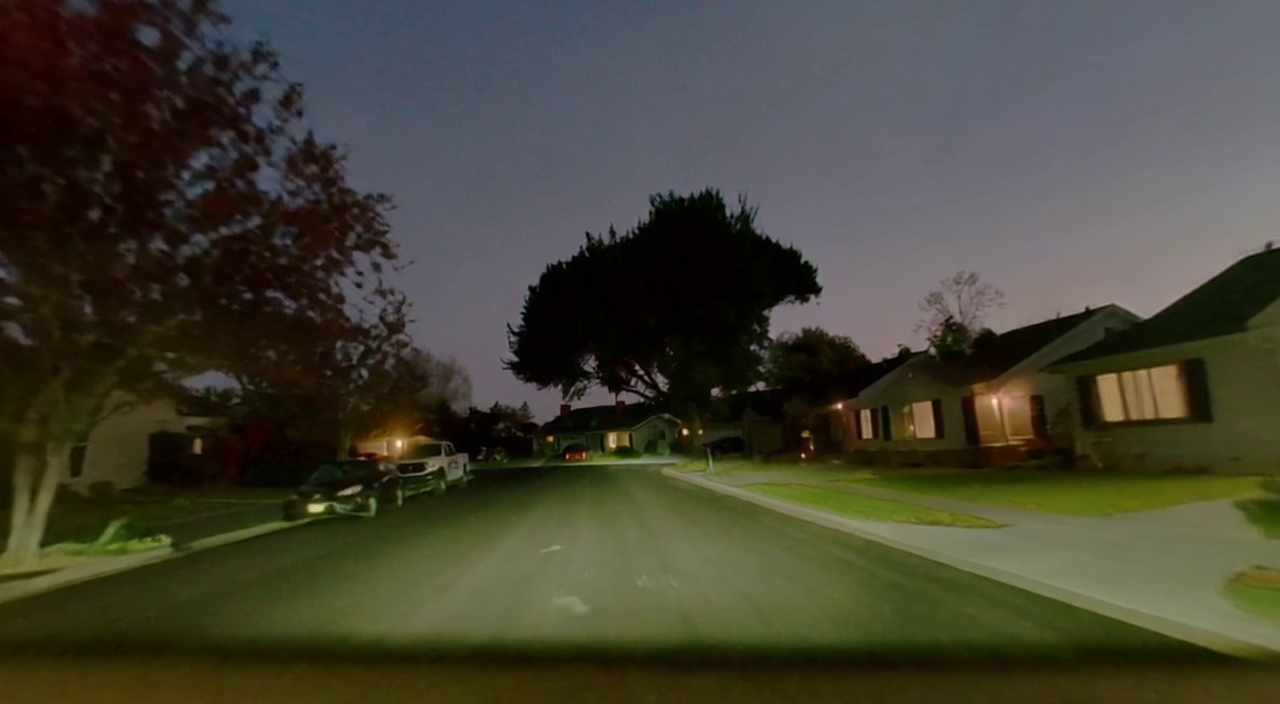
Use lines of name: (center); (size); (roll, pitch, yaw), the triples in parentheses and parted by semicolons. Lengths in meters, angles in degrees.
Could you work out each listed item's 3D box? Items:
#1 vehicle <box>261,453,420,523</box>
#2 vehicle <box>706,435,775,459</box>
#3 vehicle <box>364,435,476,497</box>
vehicle: (-6.954, 3.165, 15.185); (2.017, 1.397, 4.004); (0, -9, -3)
vehicle: (7.245, 6.858, 45.591); (4.533, 1.557, 1.981); (2, -6, -14)
vehicle: (-7.653, 4.020, 22.683); (2.338, 1.925, 5.725); (0, -9, -4)
